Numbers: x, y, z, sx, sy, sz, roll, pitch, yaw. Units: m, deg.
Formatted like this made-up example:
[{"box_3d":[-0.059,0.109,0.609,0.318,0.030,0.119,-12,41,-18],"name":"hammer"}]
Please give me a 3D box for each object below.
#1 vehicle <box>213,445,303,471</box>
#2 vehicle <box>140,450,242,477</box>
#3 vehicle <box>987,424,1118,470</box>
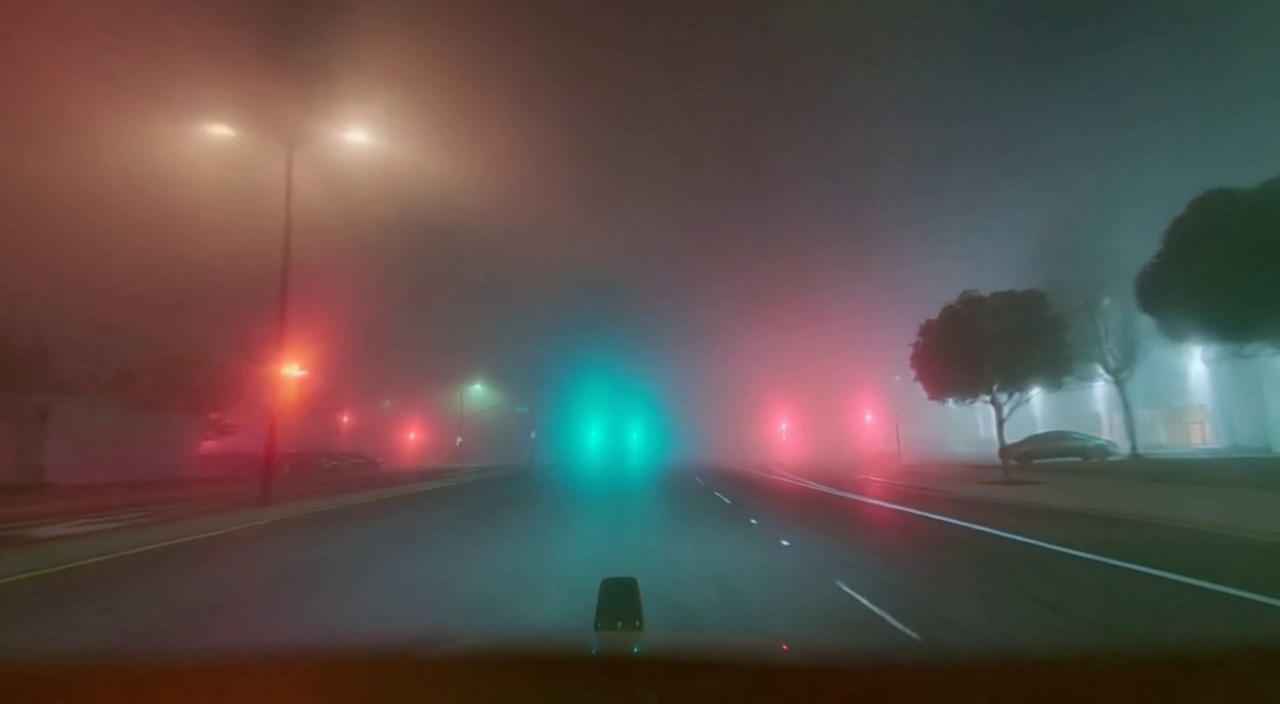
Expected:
[{"box_3d":[-28.039,7.796,46.529,5.248,1.758,2.122,-1,-8,-2],"name":"vehicle"},{"box_3d":[-28.852,7.168,40.721,4.913,1.677,2.032,0,-9,-1],"name":"vehicle"},{"box_3d":[19.331,4.493,29.913,2.074,1.959,4.793,3,-9,-19],"name":"vehicle"}]
